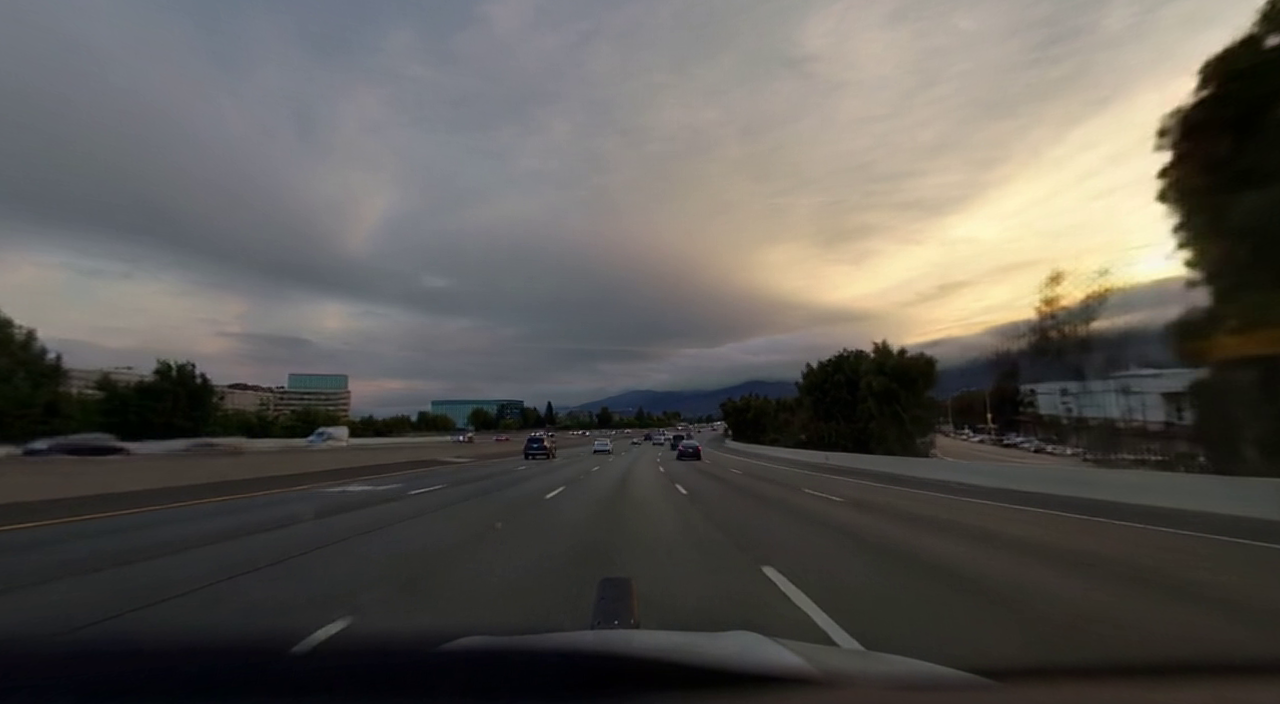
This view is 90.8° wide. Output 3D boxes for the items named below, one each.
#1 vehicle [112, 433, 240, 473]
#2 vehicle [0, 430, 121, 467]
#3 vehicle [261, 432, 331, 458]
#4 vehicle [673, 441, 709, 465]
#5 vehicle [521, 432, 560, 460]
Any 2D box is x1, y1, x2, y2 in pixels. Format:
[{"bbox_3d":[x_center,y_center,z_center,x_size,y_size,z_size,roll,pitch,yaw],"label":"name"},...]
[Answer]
[{"bbox_3d":[-20.049,4.398,27.595,2.005,1.576,4.638,0,-8,1],"label":"vehicle"},{"bbox_3d":[-30.411,5.059,33.173,2.033,1.774,4.856,0,-8,1],"label":"vehicle"},{"bbox_3d":[-26.592,7.234,49.133,2.136,1.862,5.573,0,-8,2],"label":"vehicle"},{"bbox_3d":[3.227,6.464,40.614,1.967,1.475,4.080,0,-8,0],"label":"vehicle"},{"bbox_3d":[-6.998,6.681,44.925,2.009,1.850,4.338,0,-8,1],"label":"vehicle"}]
